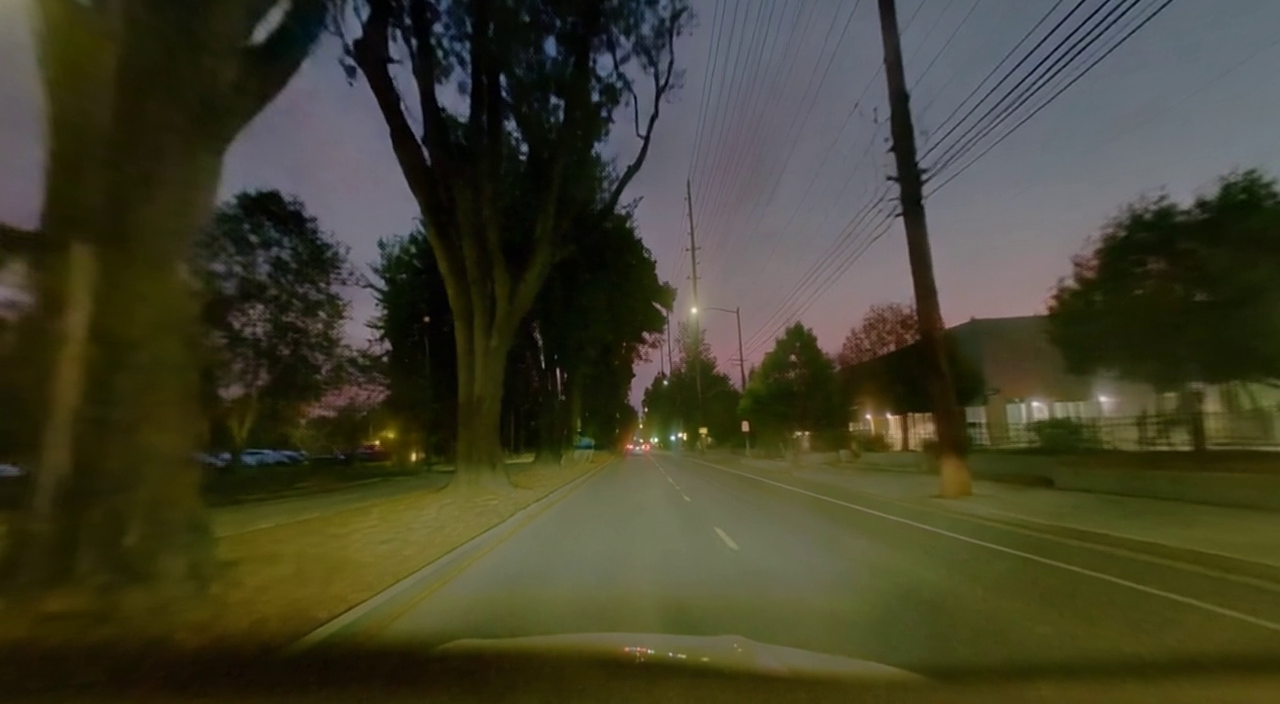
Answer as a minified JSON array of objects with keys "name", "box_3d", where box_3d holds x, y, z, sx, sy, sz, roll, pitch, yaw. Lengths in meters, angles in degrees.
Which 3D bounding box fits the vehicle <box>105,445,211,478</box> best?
[{"name":"vehicle","box_3d":[-33.789,7.693,44.390,5.614,1.886,2.254,-3,-8,0]}]
